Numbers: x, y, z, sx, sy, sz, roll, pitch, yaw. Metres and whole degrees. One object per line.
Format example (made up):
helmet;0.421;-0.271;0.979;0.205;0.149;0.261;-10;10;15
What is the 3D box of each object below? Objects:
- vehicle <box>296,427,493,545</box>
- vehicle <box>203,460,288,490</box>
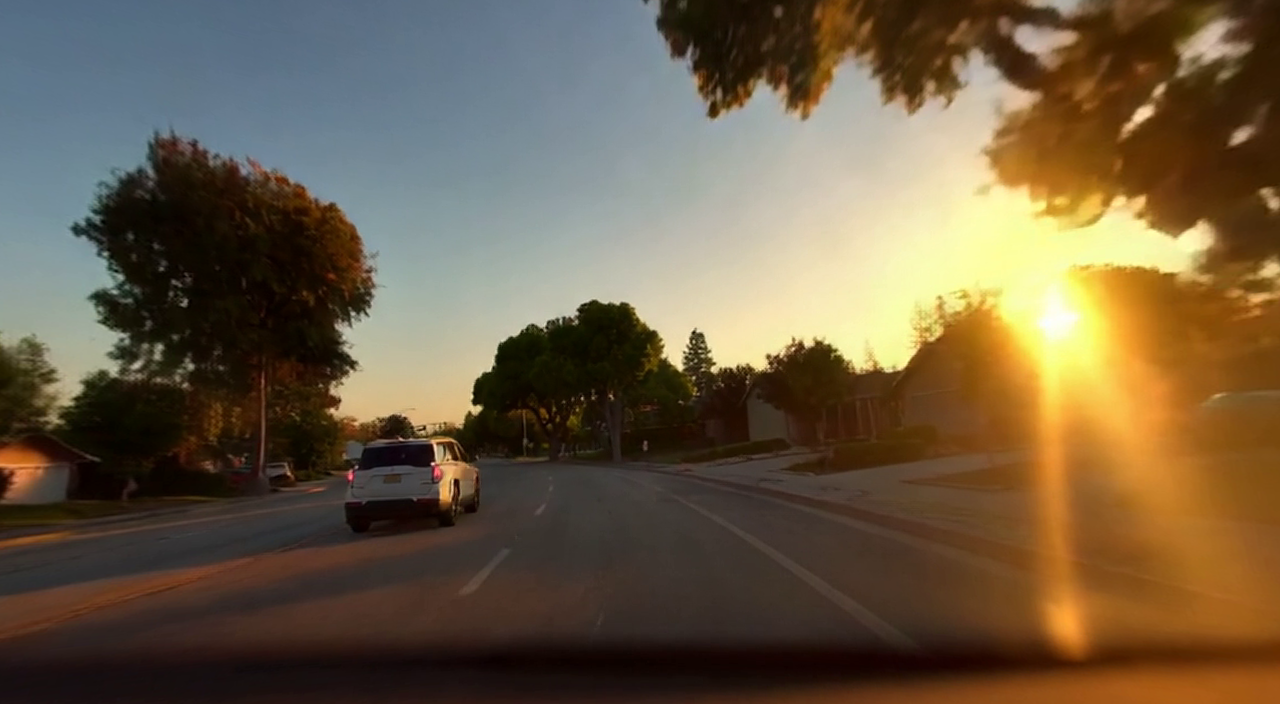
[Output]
vehicle;-4.327;2.418;12.094;2.175;1.772;4.442;0;-9;-3
vehicle;-28.829;8.976;46.275;4.809;1.471;2.012;-5;-7;-14
